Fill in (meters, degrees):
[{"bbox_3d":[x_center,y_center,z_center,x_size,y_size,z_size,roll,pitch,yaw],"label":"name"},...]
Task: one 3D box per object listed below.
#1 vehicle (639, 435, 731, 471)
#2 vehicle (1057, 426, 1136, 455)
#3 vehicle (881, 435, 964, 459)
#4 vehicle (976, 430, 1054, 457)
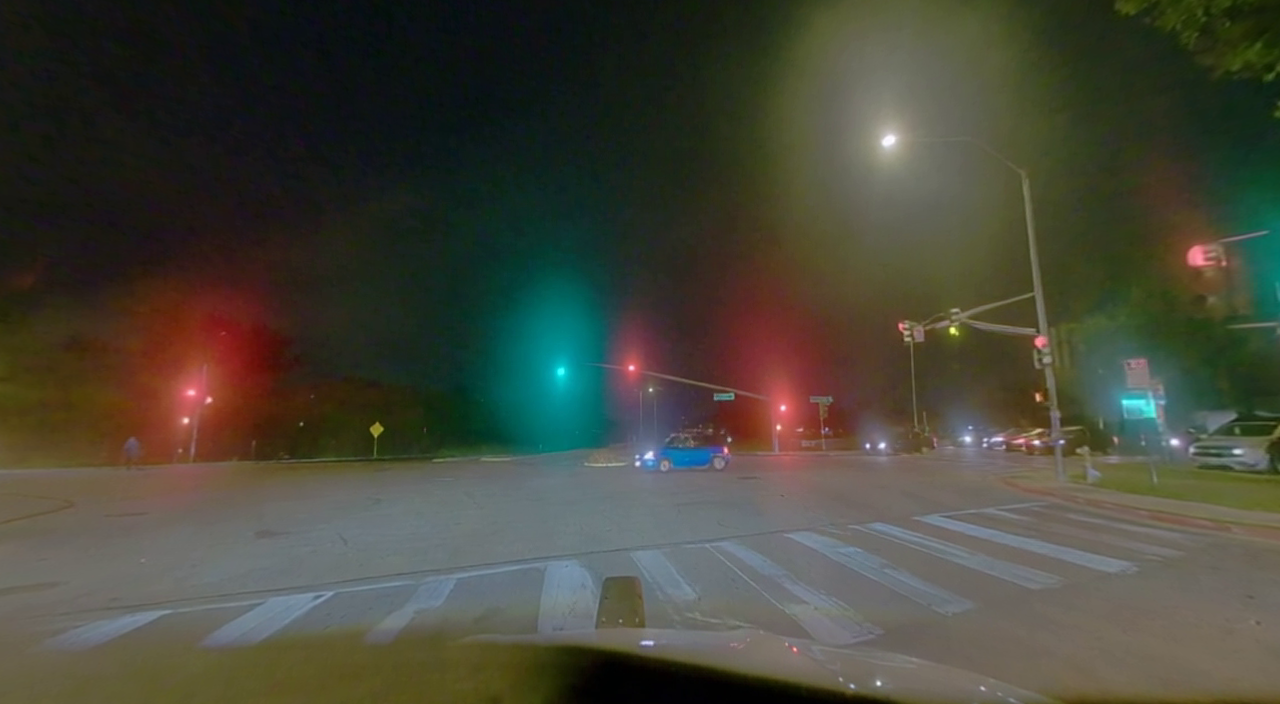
[{"bbox_3d":[2.020,4.498,28.198,3.896,1.500,1.740,6,-11,-37],"label":"vehicle"},{"bbox_3d":[36.084,7.025,49.905,6.148,2.119,2.473,4,-10,-28],"label":"vehicle"},{"bbox_3d":[18.713,6.277,41.791,5.234,1.549,1.982,4,-9,-24],"label":"vehicle"},{"bbox_3d":[26.942,6.581,45.428,5.032,1.828,2.183,4,-9,-24],"label":"vehicle"}]
